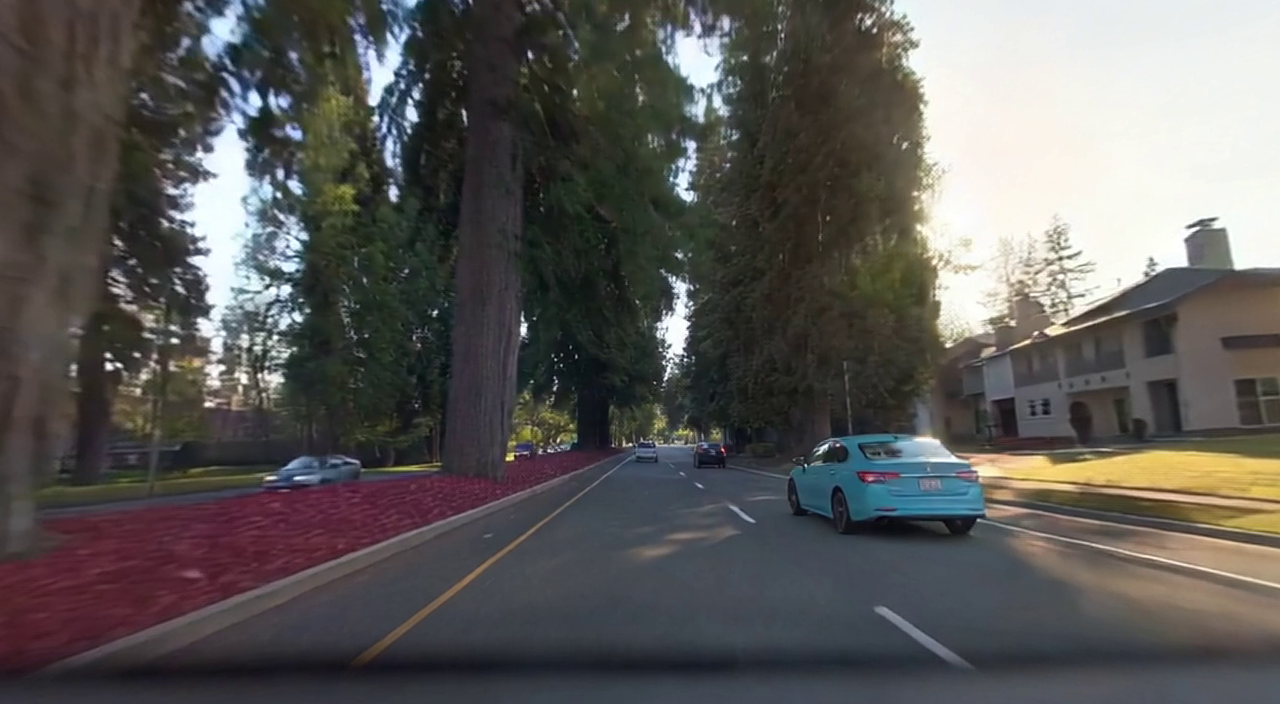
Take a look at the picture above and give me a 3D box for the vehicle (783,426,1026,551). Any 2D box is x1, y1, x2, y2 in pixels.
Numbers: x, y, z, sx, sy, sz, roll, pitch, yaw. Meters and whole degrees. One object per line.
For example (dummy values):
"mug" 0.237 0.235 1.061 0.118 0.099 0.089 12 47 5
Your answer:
"vehicle" 3.737 1.991 9.909 1.985 1.529 4.147 0 -8 0

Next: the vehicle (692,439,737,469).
"vehicle" 4.271 5.965 37.020 2.074 1.652 4.340 0 -8 0

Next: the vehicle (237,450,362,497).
"vehicle" -11.836 4.226 22.400 1.907 1.456 4.520 0 -8 0

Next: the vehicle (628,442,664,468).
"vehicle" 0.315 6.214 38.158 2.082 1.473 4.028 0 -8 0
